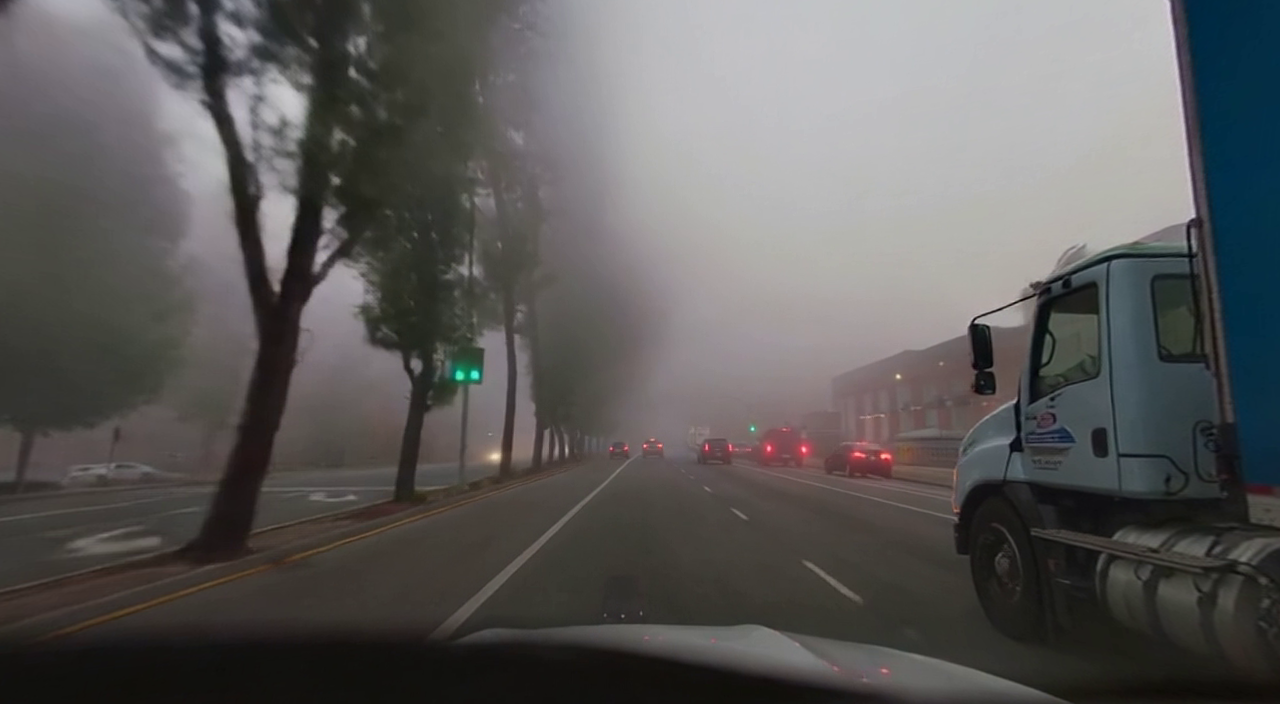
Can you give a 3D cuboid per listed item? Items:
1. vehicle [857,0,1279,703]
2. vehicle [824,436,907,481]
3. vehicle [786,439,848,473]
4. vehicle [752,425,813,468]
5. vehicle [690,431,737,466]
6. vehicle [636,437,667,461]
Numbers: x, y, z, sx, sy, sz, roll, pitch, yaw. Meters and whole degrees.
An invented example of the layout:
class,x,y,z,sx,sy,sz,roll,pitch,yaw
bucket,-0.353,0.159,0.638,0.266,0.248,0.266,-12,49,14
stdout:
class,x,y,z,sx,sy,sz,roll,pitch,yaw
vehicle,3.670,-0.295,2.215,3.006,3.679,8.506,-1,-8,2
vehicle,8.415,3.971,23.850,1.715,1.529,3.815,-1,-8,0
vehicle,8.269,4.860,29.741,1.733,1.441,4.073,-1,-8,0
vehicle,8.319,5.576,37.228,2.539,2.328,4.769,-1,-8,1
vehicle,4.232,5.664,37.129,2.196,1.908,4.412,-1,-8,0
vehicle,0.938,7.443,48.450,2.276,1.704,3.925,-1,-8,2
